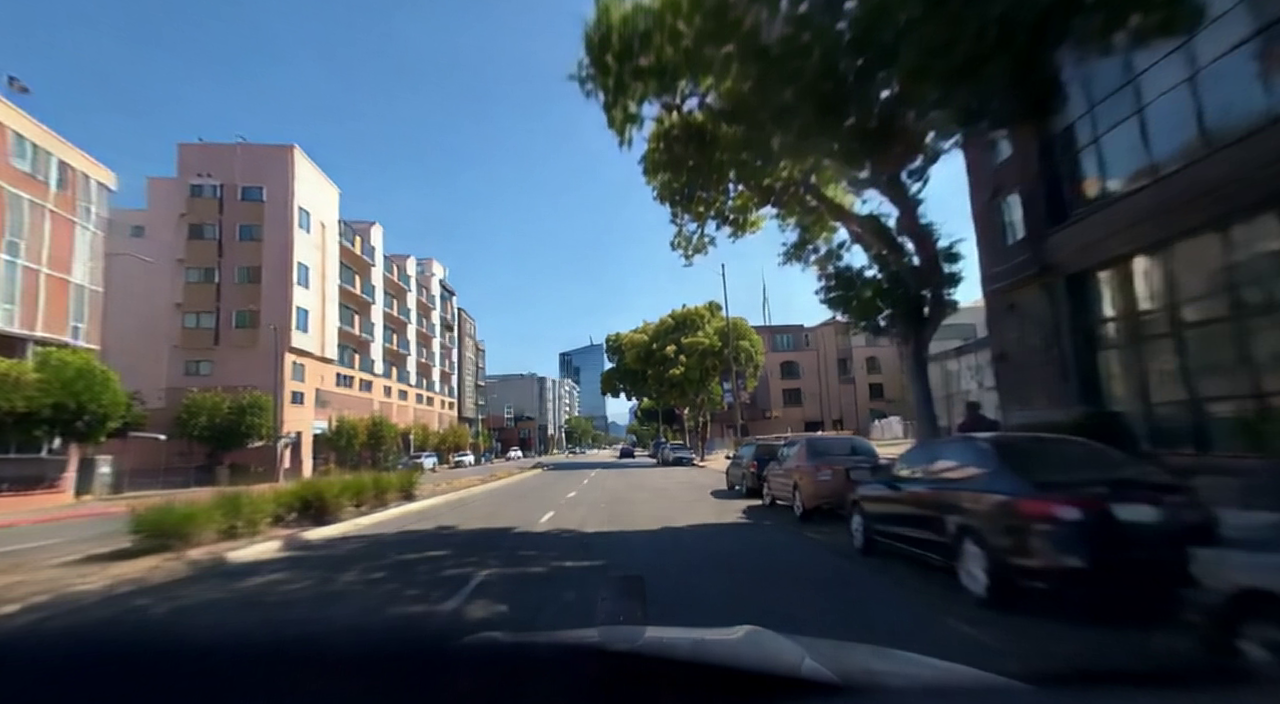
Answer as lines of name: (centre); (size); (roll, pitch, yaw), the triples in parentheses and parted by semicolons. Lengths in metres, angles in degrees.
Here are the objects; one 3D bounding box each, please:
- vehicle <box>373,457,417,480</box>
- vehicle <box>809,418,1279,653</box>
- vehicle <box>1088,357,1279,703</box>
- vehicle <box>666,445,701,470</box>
vehicle: (-18.901, 8.964, 48.909); (1.791, 1.461, 4.496); (-4, -8, -2)
vehicle: (3.313, 1.519, 6.422); (1.825, 1.488, 4.604); (0, -8, -1)
vehicle: (3.793, 0.651, 1.424); (1.909, 1.647, 4.846); (0, -8, -1)
vehicle: (2.793, 6.859, 41.345); (1.924, 1.492, 4.587); (0, -8, 0)
